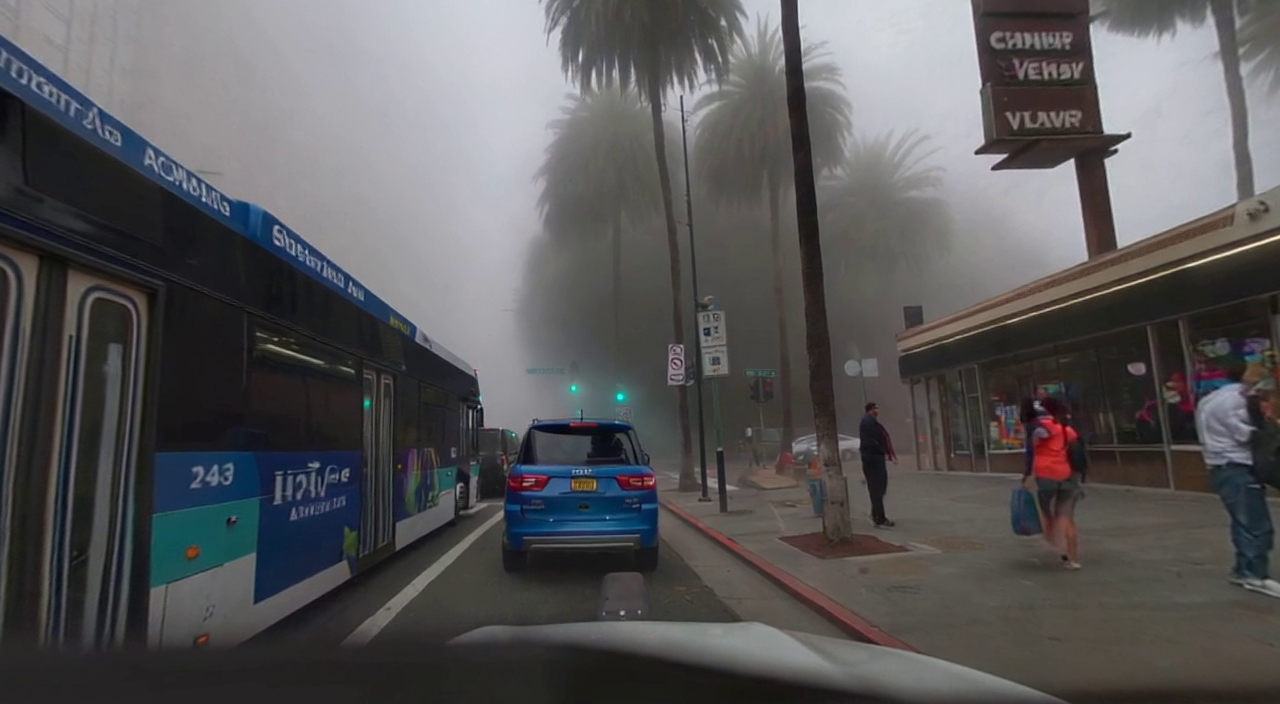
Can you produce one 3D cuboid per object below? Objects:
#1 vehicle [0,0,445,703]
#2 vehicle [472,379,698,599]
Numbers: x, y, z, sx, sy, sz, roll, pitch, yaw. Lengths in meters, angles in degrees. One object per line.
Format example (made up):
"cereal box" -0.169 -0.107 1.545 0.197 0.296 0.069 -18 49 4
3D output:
"vehicle" -3.742 0.091 2.823 2.863 3.233 11.573 0 -8 -4
"vehicle" -0.805 1.519 7.800 2.002 1.907 4.211 1 -9 -9
